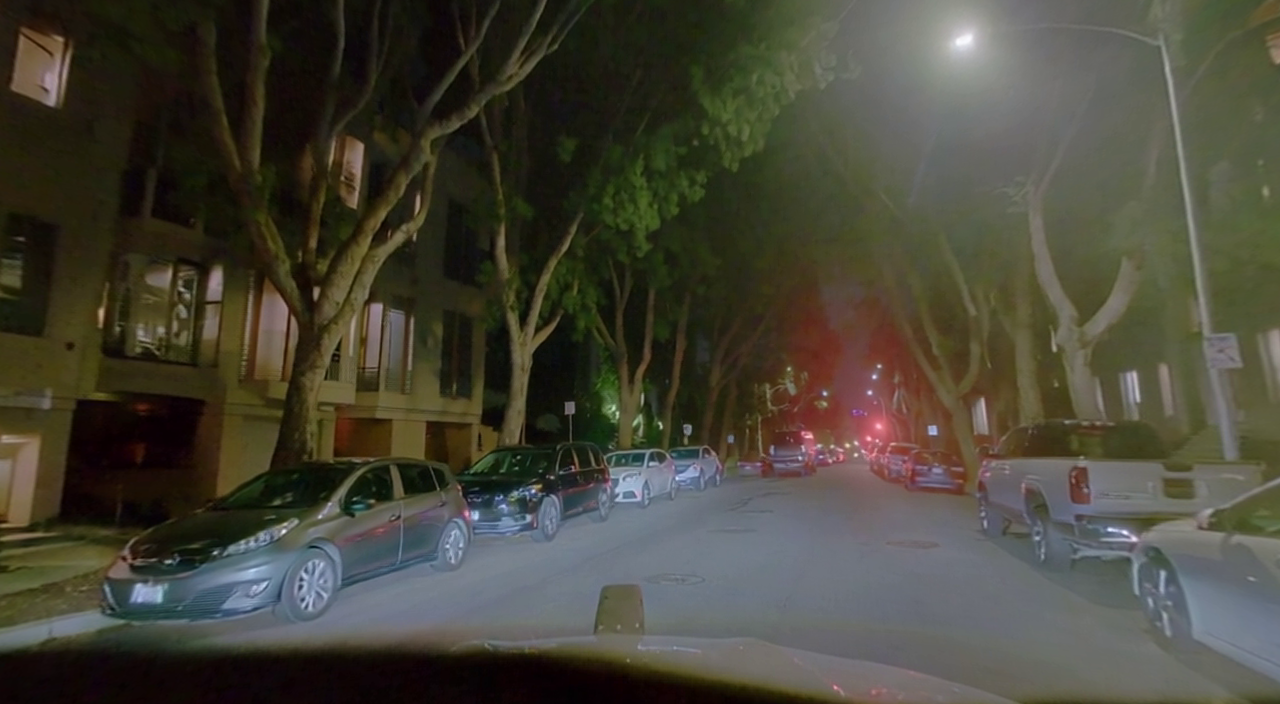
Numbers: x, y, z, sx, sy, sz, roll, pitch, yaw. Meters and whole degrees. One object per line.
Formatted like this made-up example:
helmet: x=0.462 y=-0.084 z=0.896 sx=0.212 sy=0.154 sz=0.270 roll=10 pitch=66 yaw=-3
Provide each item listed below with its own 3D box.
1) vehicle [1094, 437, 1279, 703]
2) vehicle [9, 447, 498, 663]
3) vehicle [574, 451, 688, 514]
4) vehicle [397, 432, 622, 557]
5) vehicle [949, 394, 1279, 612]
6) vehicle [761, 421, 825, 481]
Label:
vehicle: x=4.279 y=1.128 z=2.929 sx=1.992 sy=1.456 sz=4.610 roll=-2 pitch=-9 yaw=16
vehicle: x=-3.482 y=1.815 z=6.936 sx=1.855 sy=1.510 sz=4.406 roll=-2 pitch=-9 yaw=15
vehicle: x=-0.076 y=3.593 z=17.957 sx=1.861 sy=1.474 sz=4.749 roll=-3 pitch=-9 yaw=17
vehicle: x=-2.083 y=2.504 z=12.026 sx=2.203 sy=1.815 sz=4.972 roll=-2 pitch=-9 yaw=14
vehicle: x=5.688 y=1.691 z=8.059 sx=2.182 sy=1.900 sz=4.779 roll=-2 pitch=-9 yaw=15
vehicle: x=8.401 y=5.299 z=34.181 sx=2.716 sy=2.887 sz=6.781 roll=-2 pitch=-9 yaw=18
